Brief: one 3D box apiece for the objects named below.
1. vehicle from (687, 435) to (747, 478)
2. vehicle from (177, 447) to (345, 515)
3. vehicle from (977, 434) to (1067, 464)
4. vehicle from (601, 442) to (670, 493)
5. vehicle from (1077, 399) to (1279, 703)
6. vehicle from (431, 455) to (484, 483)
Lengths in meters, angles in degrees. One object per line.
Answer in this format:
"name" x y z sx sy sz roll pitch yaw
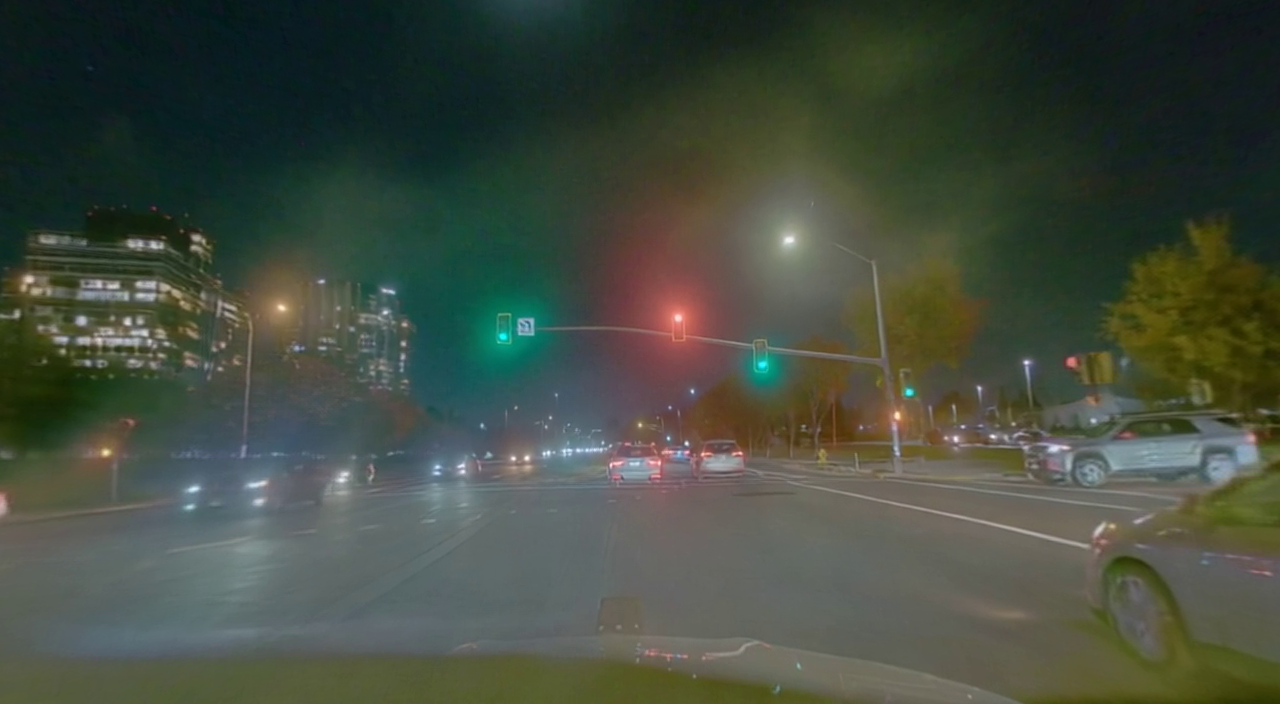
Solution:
"vehicle" 3.424 4.746 28.945 2.107 1.773 4.557 0 -8 -1
"vehicle" -11.108 3.768 19.022 2.102 1.758 4.532 0 -8 2
"vehicle" 21.278 5.465 35.456 1.865 1.452 4.585 -3 -9 -4
"vehicle" -0.138 3.710 20.685 2.034 1.500 3.966 0 -8 0
"vehicle" 3.797 0.793 1.702 2.049 1.473 4.425 0 -8 0
"vehicle" -10.749 6.905 37.550 1.808 1.512 4.447 0 -8 1
